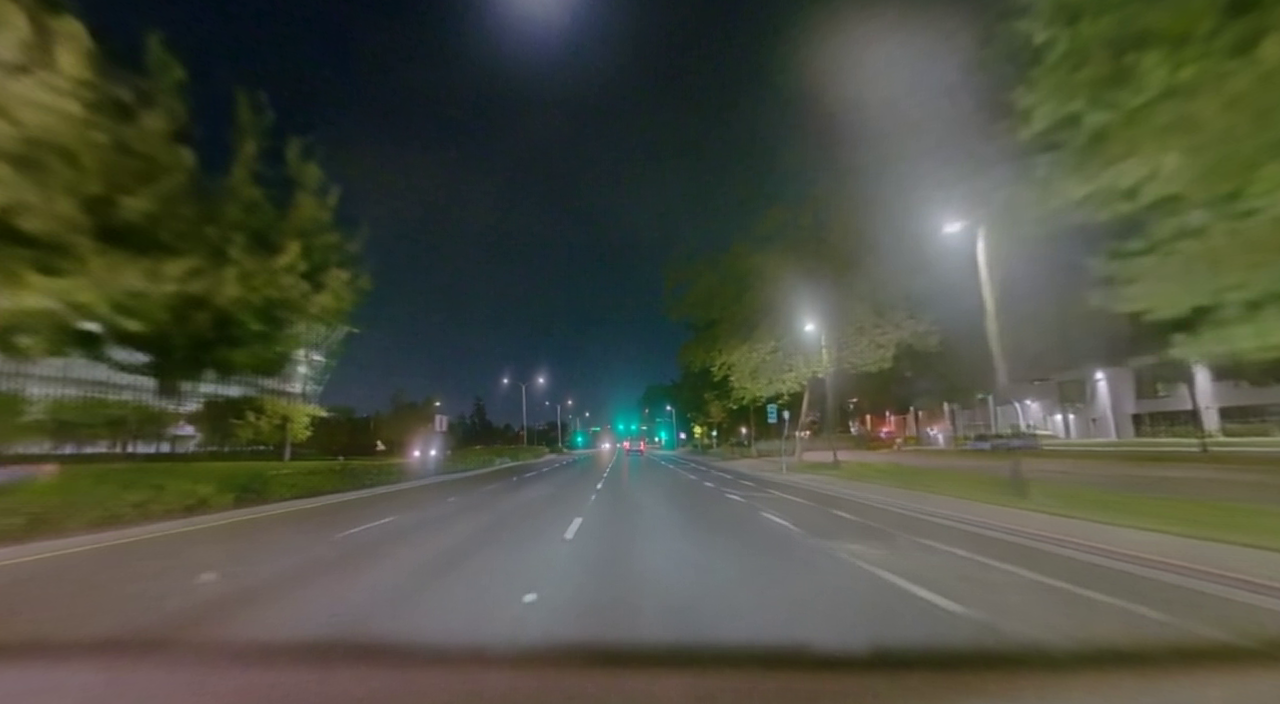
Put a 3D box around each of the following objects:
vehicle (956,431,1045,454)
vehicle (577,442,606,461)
[{"bbox_3d":[24.123,6.059,42.350,4.758,1.522,1.930,0,-8,-3],"label":"vehicle"},{"bbox_3d":[-3.777,7.842,49.884,2.080,1.445,4.096,0,-8,-2],"label":"vehicle"}]
